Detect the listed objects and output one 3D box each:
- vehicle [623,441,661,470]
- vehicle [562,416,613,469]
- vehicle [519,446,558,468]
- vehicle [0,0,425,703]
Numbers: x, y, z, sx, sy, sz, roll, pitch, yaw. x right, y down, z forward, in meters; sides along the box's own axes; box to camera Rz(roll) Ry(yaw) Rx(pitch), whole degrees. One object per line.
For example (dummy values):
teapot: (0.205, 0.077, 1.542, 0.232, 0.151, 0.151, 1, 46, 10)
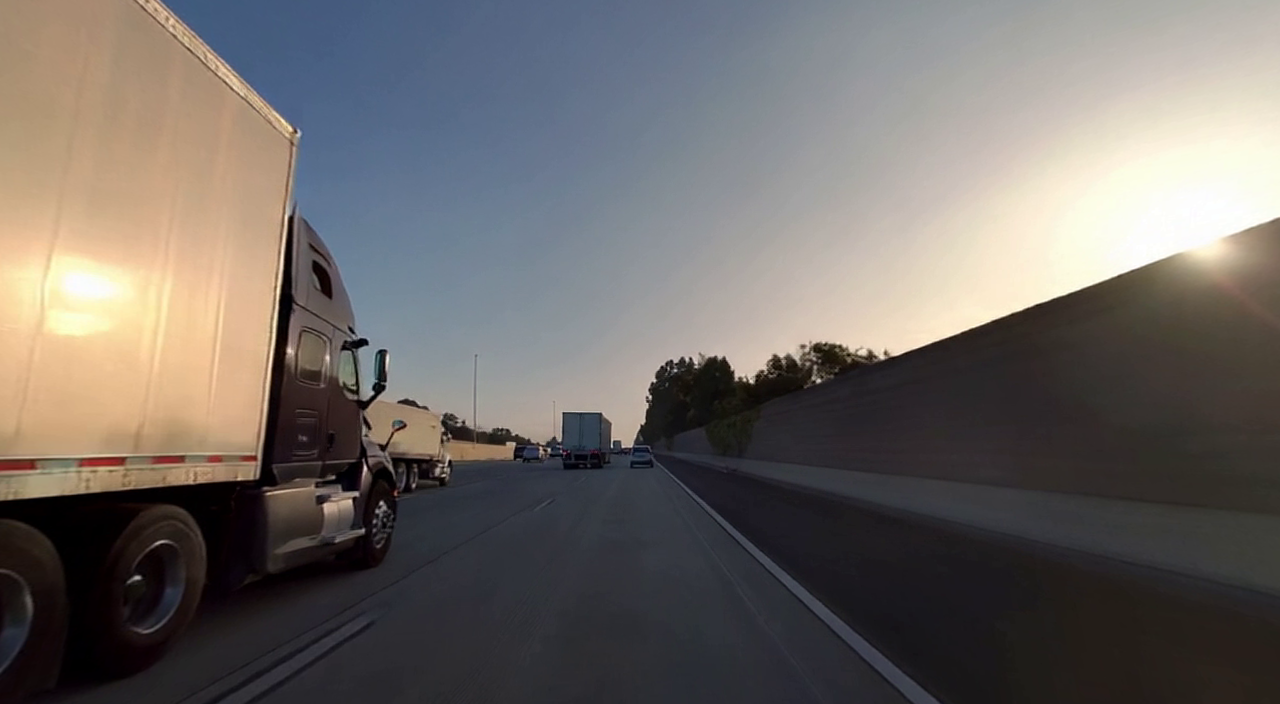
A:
vehicle: (0.136, 6.219, 37.919, 2.178, 1.640, 4.071, 0, -9, 1)
vehicle: (-3.546, 6.488, 44.857, 2.956, 3.331, 9.575, 0, -9, -1)
vehicle: (-7.187, 7.455, 44.929, 1.962, 1.489, 4.002, 0, -9, 1)
vehicle: (-3.669, 0.013, 1.307, 3.025, 3.266, 9.256, 0, -9, 1)
